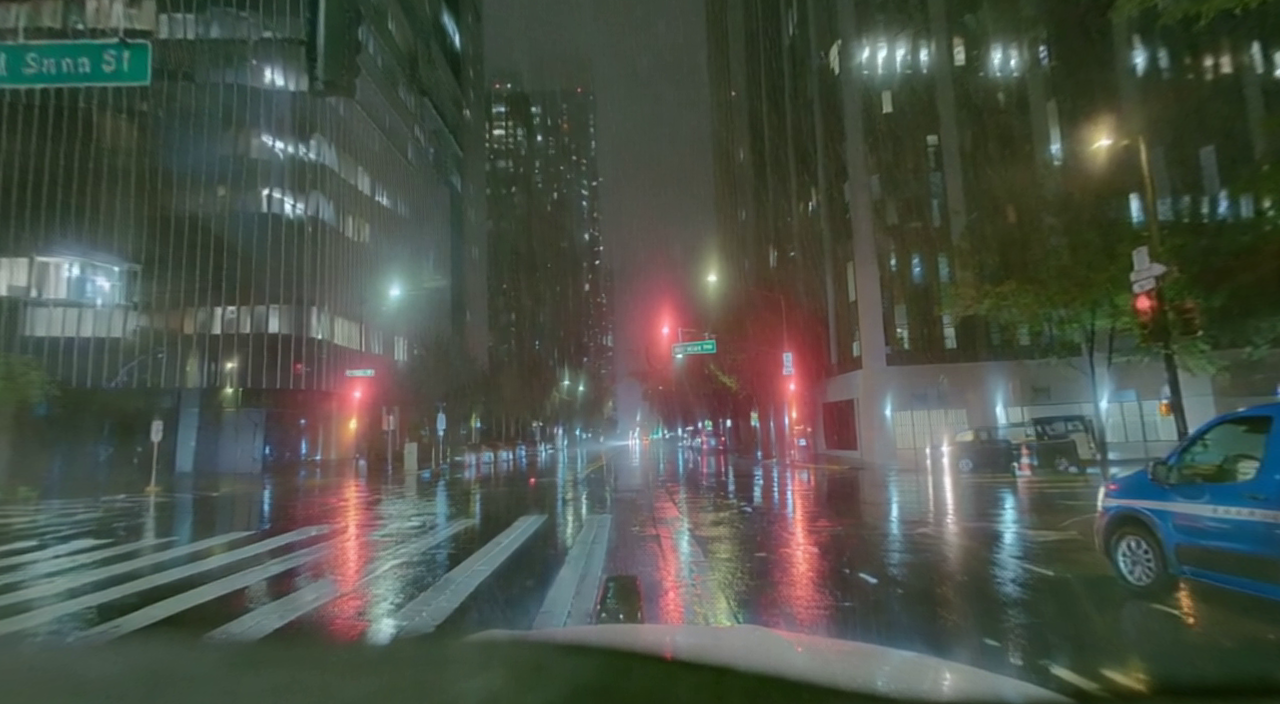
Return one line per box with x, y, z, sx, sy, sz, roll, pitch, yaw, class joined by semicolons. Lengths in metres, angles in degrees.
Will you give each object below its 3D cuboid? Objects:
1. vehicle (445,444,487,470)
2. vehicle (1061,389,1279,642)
-12.449;7.512;45.385;1.935;1.639;4.244;-3;-8;-2;vehicle
5.651;1.135;4.298;2.070;1.804;4.881;0;-8;-2;vehicle
